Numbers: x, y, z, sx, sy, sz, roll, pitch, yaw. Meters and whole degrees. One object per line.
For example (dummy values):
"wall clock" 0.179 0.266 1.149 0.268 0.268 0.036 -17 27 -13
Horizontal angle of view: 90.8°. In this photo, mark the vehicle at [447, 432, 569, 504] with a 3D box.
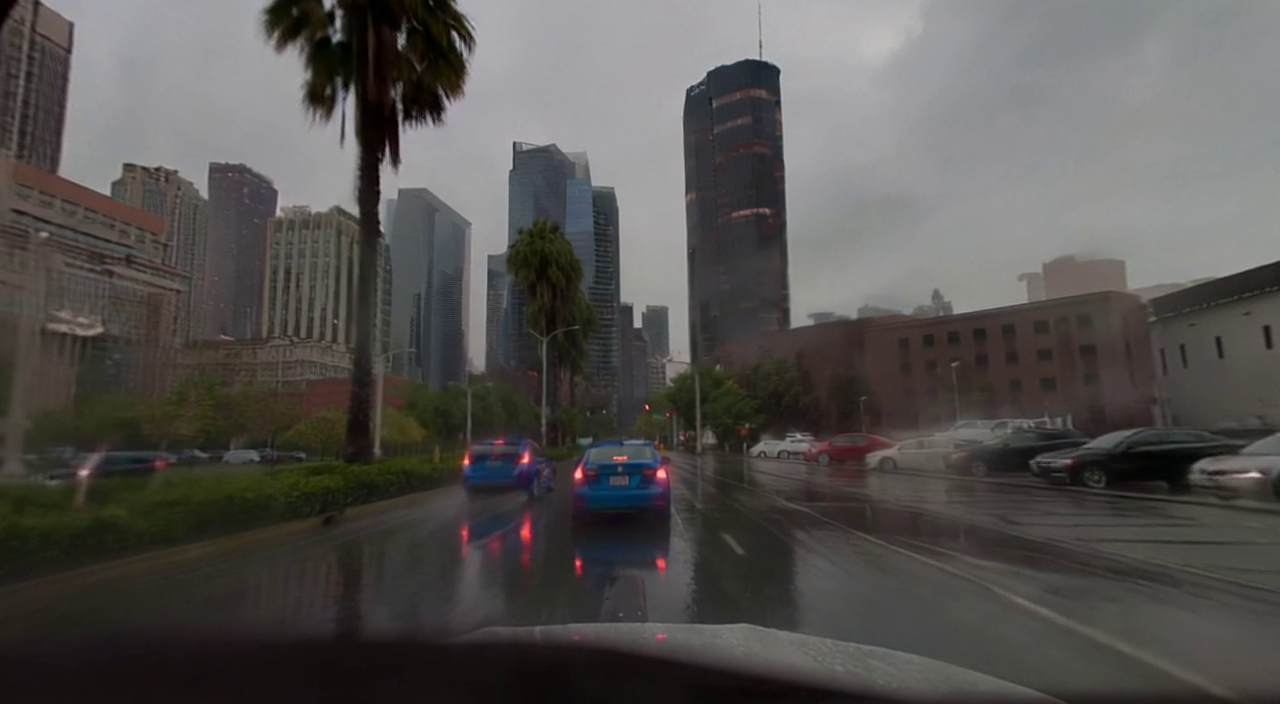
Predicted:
"vehicle" -3.129 2.861 16.018 2.071 1.544 4.383 0 -8 1

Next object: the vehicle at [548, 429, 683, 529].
"vehicle" -0.355 2.182 11.355 2.004 1.465 3.713 0 -9 0

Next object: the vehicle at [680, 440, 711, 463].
"vehicle" 4.272 7.725 49.262 2.039 1.701 4.223 0 -9 0

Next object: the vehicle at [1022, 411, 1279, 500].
"vehicle" 12.631 2.479 15.365 5.188 1.805 2.228 -2 -8 -3

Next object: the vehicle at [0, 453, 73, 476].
"vehicle" -42.162 7.711 43.494 4.309 1.484 1.884 0 -8 -1

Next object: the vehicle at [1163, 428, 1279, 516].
"vehicle" 13.418 2.237 12.327 4.749 1.522 1.905 -1 -9 -3

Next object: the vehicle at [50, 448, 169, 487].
"vehicle" -23.550 5.099 28.247 1.819 1.587 3.963 0 -9 0
